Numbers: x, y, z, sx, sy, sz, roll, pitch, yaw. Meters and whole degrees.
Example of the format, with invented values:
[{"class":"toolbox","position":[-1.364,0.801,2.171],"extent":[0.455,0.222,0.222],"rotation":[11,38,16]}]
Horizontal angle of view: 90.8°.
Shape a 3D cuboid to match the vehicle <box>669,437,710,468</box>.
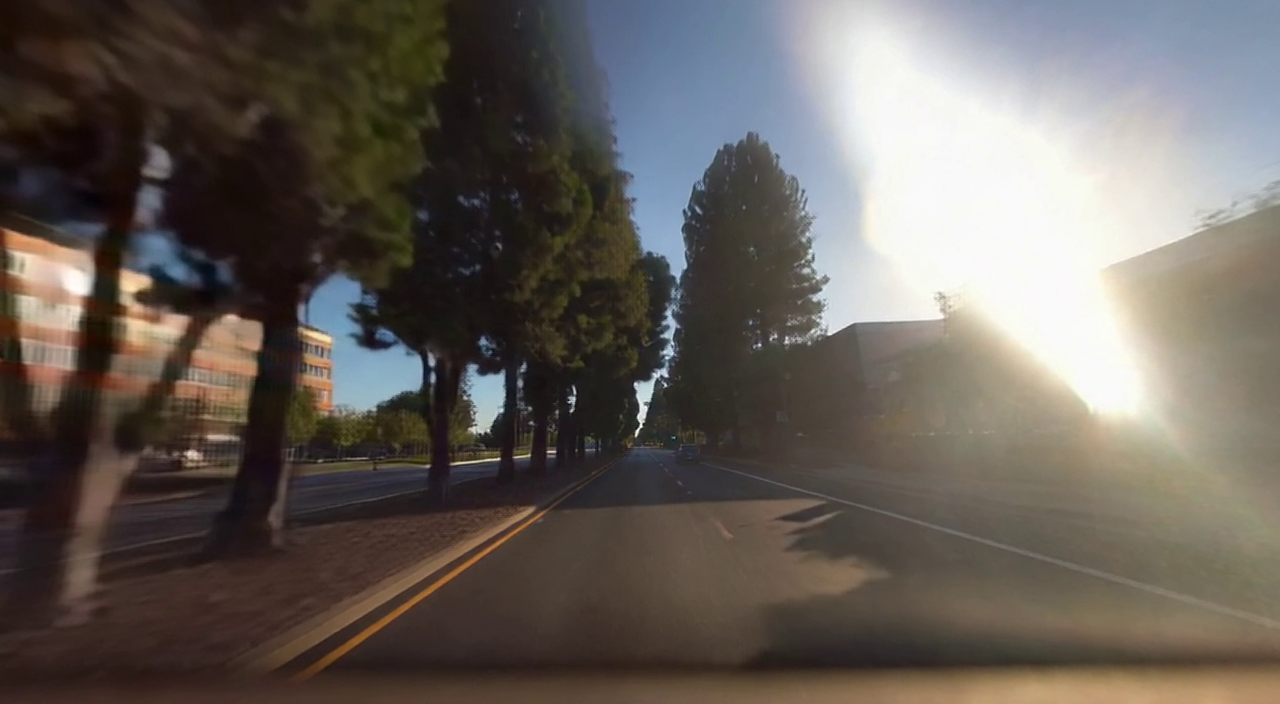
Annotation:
[{"class":"vehicle","position":[3.050,6.348,40.053],"extent":[2.085,1.828,5.383],"rotation":[0,-8,-1]}]
